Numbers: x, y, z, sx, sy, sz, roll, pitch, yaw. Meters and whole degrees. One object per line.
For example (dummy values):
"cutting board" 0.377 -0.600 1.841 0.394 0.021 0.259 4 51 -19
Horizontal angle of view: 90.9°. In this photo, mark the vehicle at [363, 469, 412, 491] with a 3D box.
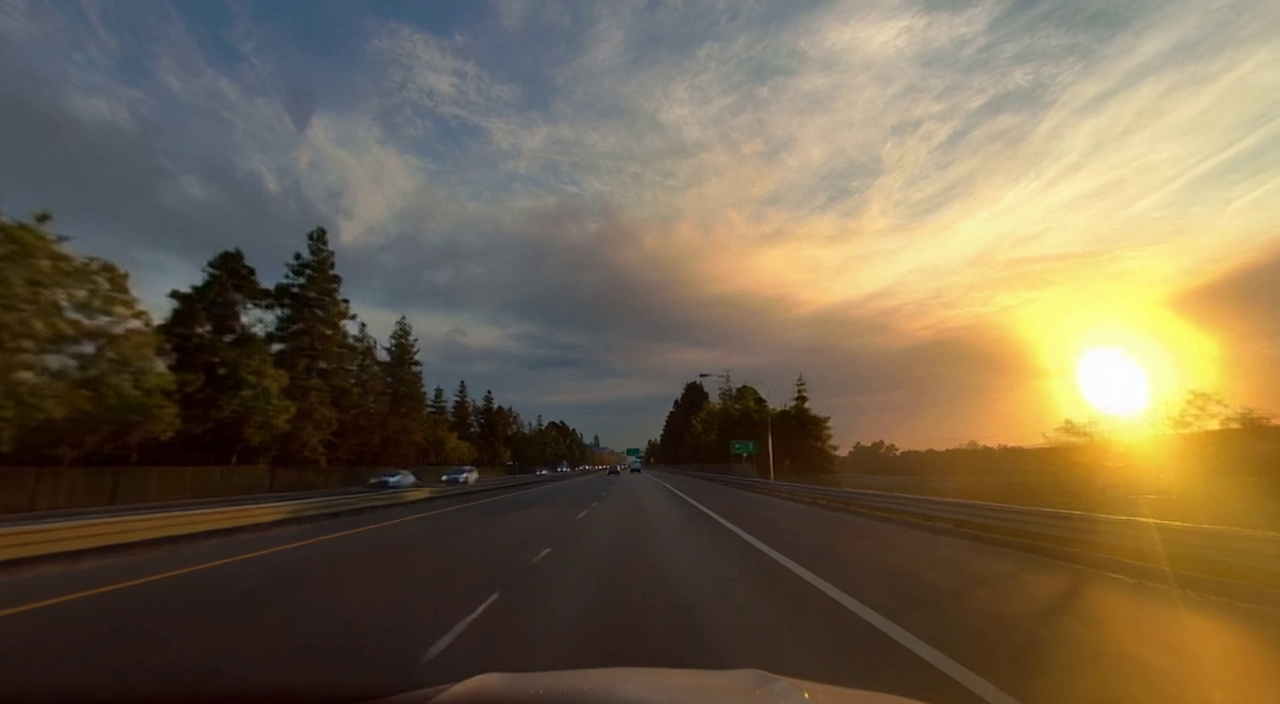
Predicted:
"vehicle" -17.408 8.822 43.627 1.750 1.441 3.702 1 -10 1
